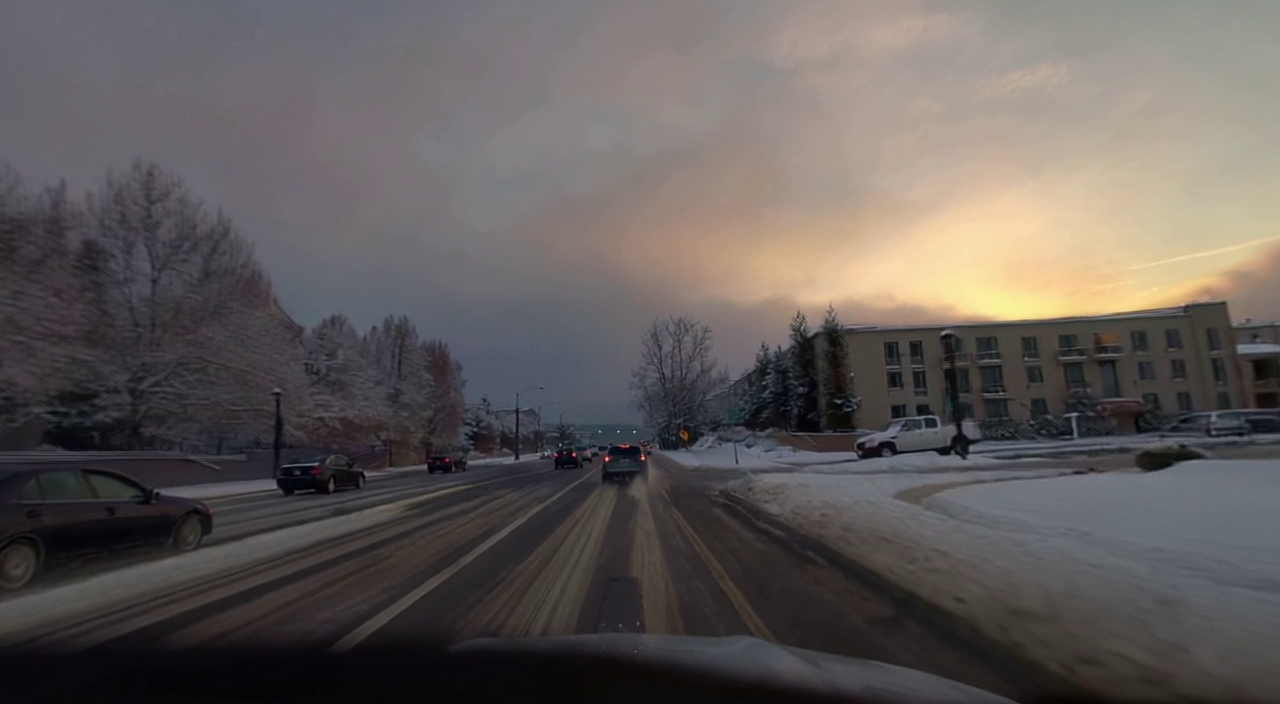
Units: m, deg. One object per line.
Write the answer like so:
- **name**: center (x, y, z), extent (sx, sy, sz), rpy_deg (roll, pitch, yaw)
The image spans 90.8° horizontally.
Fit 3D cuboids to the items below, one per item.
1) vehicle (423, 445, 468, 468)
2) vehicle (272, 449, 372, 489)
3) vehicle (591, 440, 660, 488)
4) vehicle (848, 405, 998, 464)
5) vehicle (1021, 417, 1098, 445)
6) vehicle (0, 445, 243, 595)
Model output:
- **vehicle**: center (-14.792, 7.951, 48.199), extent (2.064, 1.686, 4.380), rpy_deg (0, -8, -1)
- **vehicle**: center (-13.158, 4.830, 26.502), extent (2.024, 1.484, 4.592), rpy_deg (1, -9, -3)
- **vehicle**: center (-0.471, 3.749, 21.501), extent (2.099, 1.469, 4.389), rpy_deg (0, -8, -1)
- **vehicle**: center (12.485, 3.683, 28.202), extent (5.253, 2.014, 2.666), rpy_deg (-5, -7, -5)
- **vehicle**: center (27.534, 5.153, 41.500), extent (3.745, 1.450, 1.750), rpy_deg (-5, -5, -3)
- **vehicle**: center (-7.230, 1.862, 7.653), extent (1.906, 1.449, 4.576), rpy_deg (0, -8, -1)
